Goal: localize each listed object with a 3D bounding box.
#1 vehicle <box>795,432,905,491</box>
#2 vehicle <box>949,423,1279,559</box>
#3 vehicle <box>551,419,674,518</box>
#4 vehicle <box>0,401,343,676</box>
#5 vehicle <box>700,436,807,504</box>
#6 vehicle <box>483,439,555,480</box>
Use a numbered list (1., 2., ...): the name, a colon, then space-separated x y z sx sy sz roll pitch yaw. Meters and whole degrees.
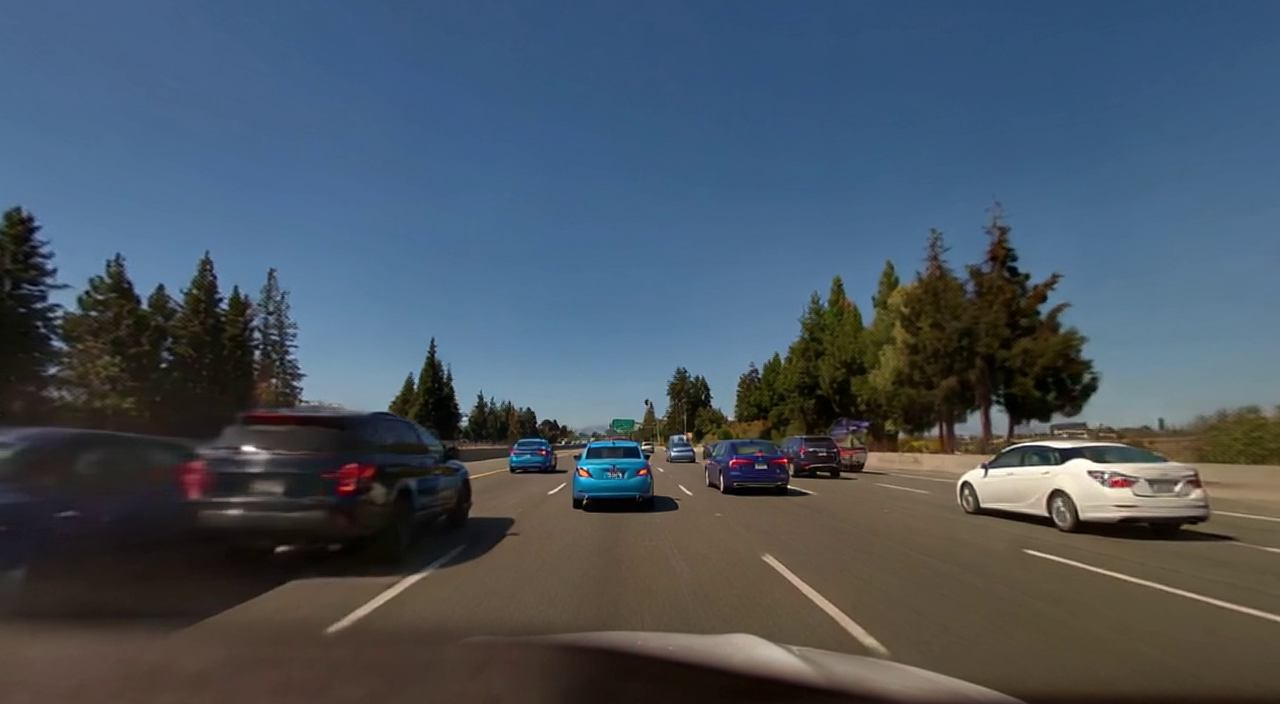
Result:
1. vehicle: 6.788 3.597 20.952 2.022 1.735 4.400 1 -9 -2
2. vehicle: 7.260 2.066 10.101 2.106 1.641 4.671 1 -9 -2
3. vehicle: -0.499 2.362 13.183 2.181 1.728 3.970 1 -9 -1
4. vehicle: -4.525 1.237 4.863 1.971 1.505 5.035 0 -9 0
5. vehicle: 2.818 3.046 16.644 1.975 1.532 4.227 1 -9 -1
6. vehicle: -4.941 4.479 26.477 2.071 1.537 4.912 1 -9 -1
